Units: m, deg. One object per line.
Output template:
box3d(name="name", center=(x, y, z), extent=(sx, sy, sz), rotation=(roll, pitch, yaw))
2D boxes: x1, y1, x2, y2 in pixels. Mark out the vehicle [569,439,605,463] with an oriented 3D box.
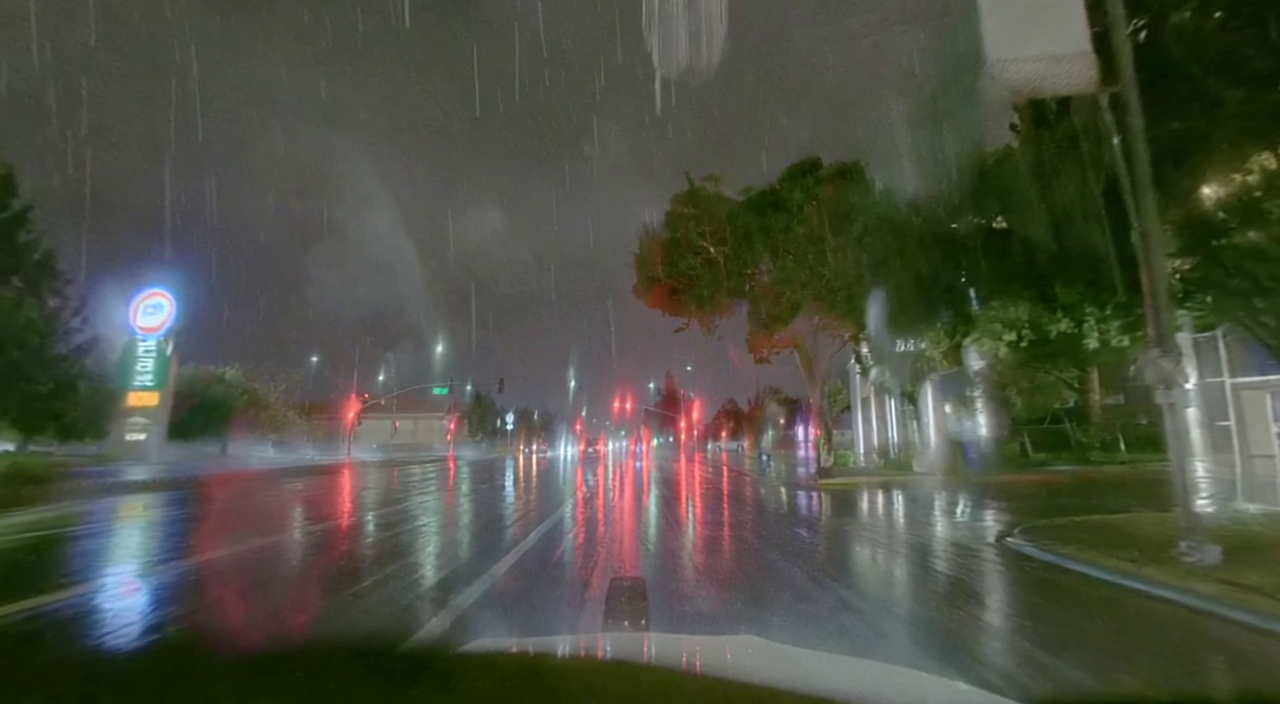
box3d(name="vehicle", center=(-3.428, 6.499, 41.534), extent=(2.029, 1.517, 4.375), rotation=(0, -8, 0))
